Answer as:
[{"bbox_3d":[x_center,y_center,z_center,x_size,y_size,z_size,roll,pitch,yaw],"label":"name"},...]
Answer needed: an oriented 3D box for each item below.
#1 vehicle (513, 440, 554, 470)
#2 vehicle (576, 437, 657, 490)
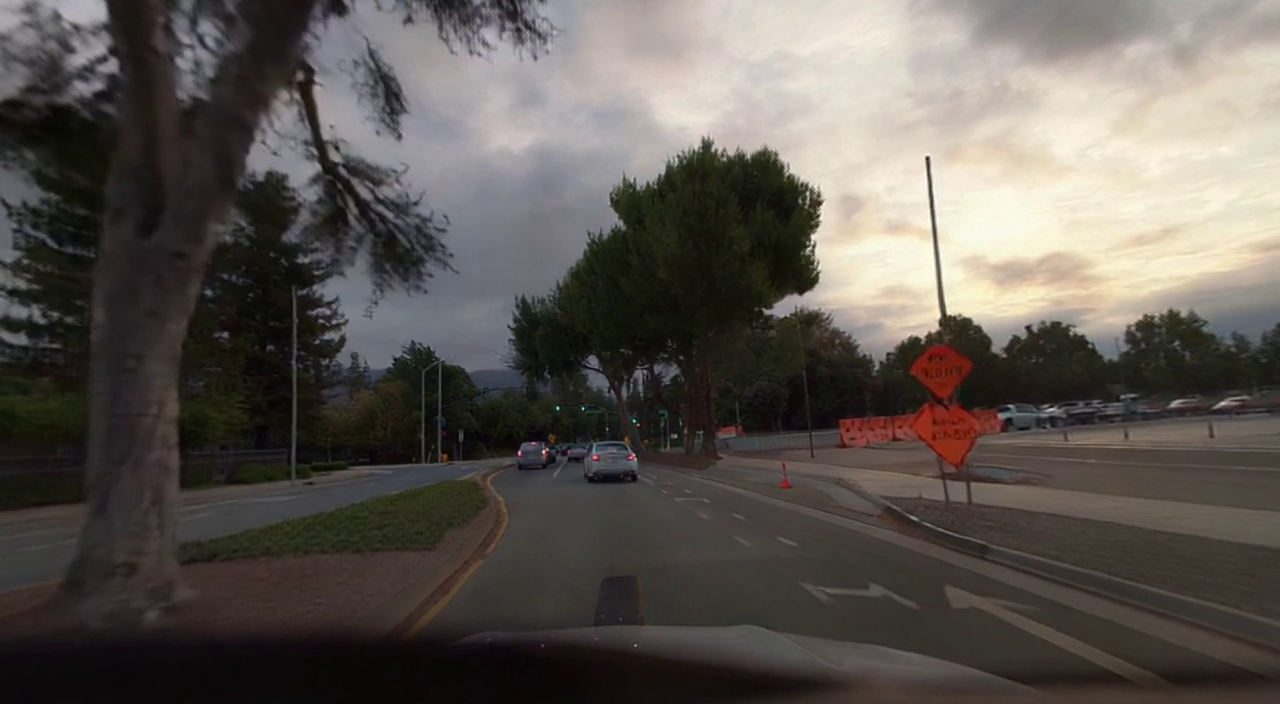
[{"bbox_3d":[-6.206,6.020,37.185,2.077,1.665,4.206,1,-8,-6],"label":"vehicle"},{"bbox_3d":[-0.898,3.623,20.928,2.266,1.508,4.430,1,-8,-7],"label":"vehicle"}]
